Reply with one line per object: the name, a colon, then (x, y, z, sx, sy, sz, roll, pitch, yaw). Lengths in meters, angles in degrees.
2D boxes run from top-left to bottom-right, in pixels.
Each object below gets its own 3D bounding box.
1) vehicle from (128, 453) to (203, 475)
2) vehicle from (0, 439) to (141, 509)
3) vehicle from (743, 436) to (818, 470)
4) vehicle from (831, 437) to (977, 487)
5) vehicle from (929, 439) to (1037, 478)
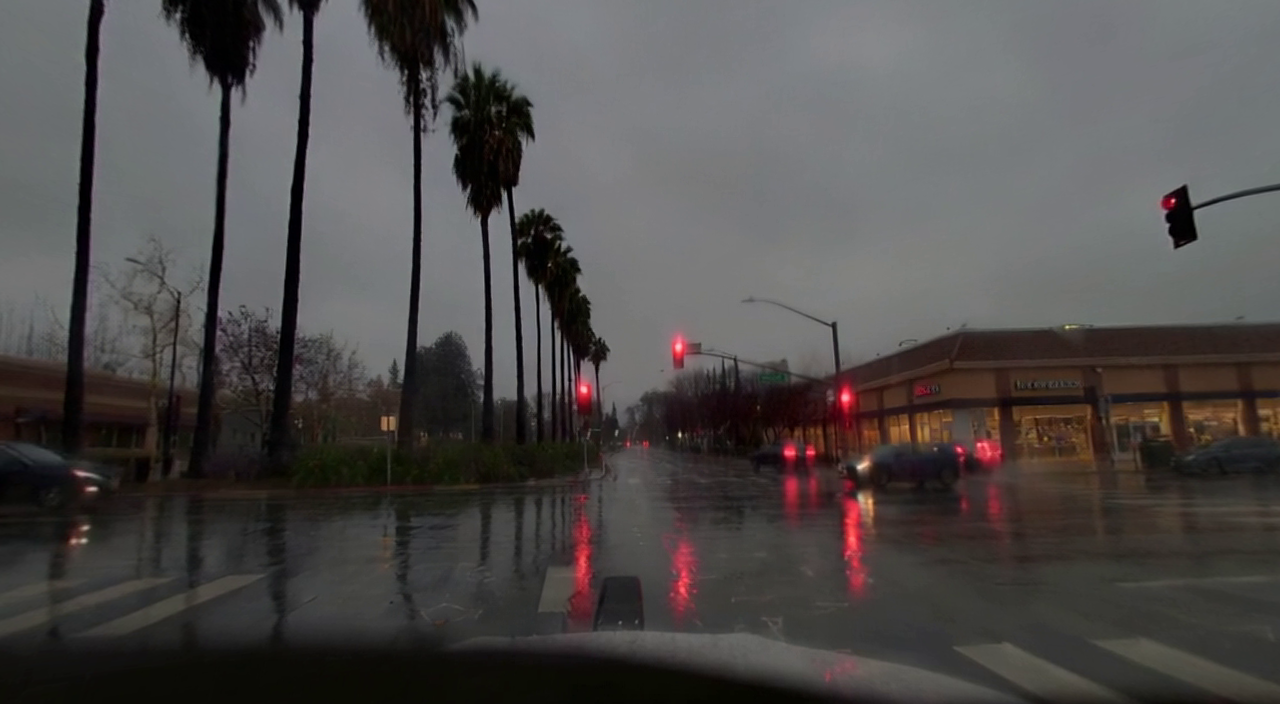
vehicle: (-37.199, 8.802, 49.560, 2.160, 1.565, 4.868, 0, -8, -1)
vehicle: (-15.982, 3.054, 16.003, 4.603, 1.653, 1.999, 2, -9, -14)
vehicle: (7.493, 5.436, 34.064, 1.867, 1.653, 4.596, 3, -9, -18)
vehicle: (8.698, 3.622, 20.909, 4.035, 1.512, 1.828, 2, -9, -10)
vehicle: (14.706, 4.561, 27.269, 3.826, 1.572, 1.890, -3, -9, 22)
